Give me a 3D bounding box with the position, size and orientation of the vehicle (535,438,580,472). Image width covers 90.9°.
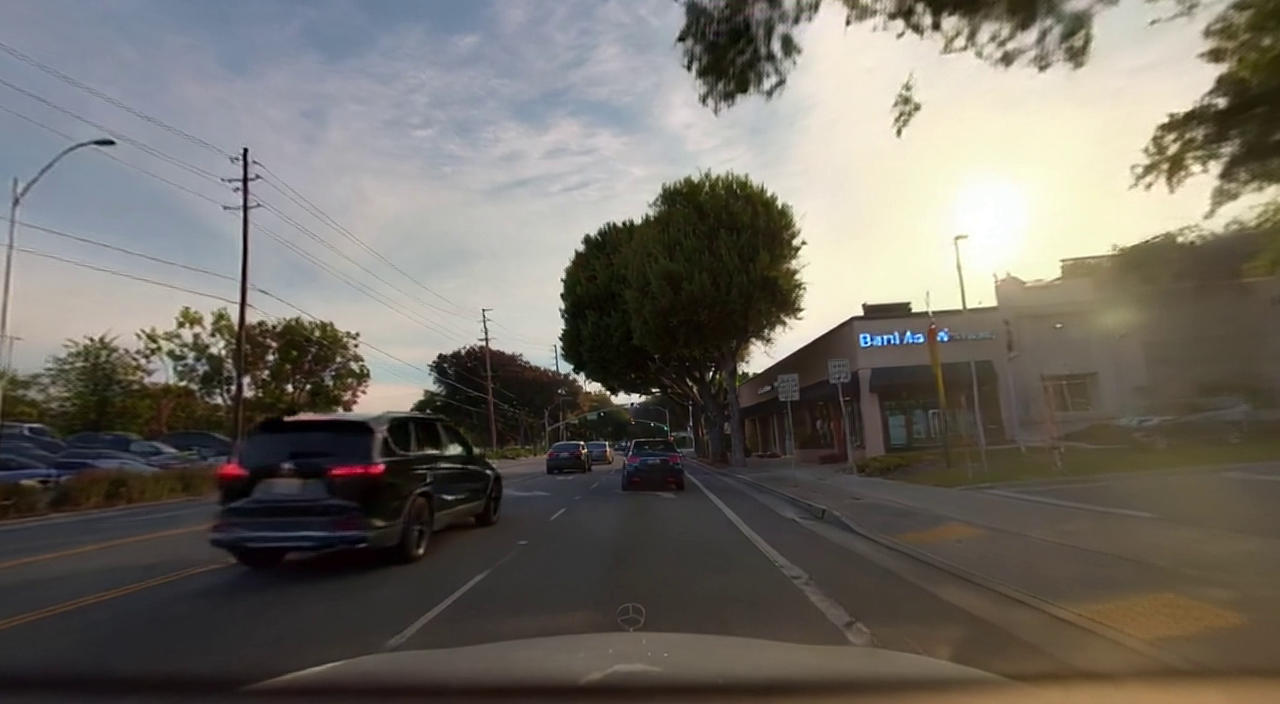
[{"bbox_3d":[-4.430,5.613,34.554,1.862,1.694,4.315,0,-8,0],"label":"vehicle"}]

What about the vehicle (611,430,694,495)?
[{"bbox_3d":[0.311,3.111,18.096,2.108,1.612,4.246,0,-8,0],"label":"vehicle"}]

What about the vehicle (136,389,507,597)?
[{"bbox_3d":[-3.435,1.639,8.340,2.064,1.859,5.154,0,-8,2],"label":"vehicle"}]
